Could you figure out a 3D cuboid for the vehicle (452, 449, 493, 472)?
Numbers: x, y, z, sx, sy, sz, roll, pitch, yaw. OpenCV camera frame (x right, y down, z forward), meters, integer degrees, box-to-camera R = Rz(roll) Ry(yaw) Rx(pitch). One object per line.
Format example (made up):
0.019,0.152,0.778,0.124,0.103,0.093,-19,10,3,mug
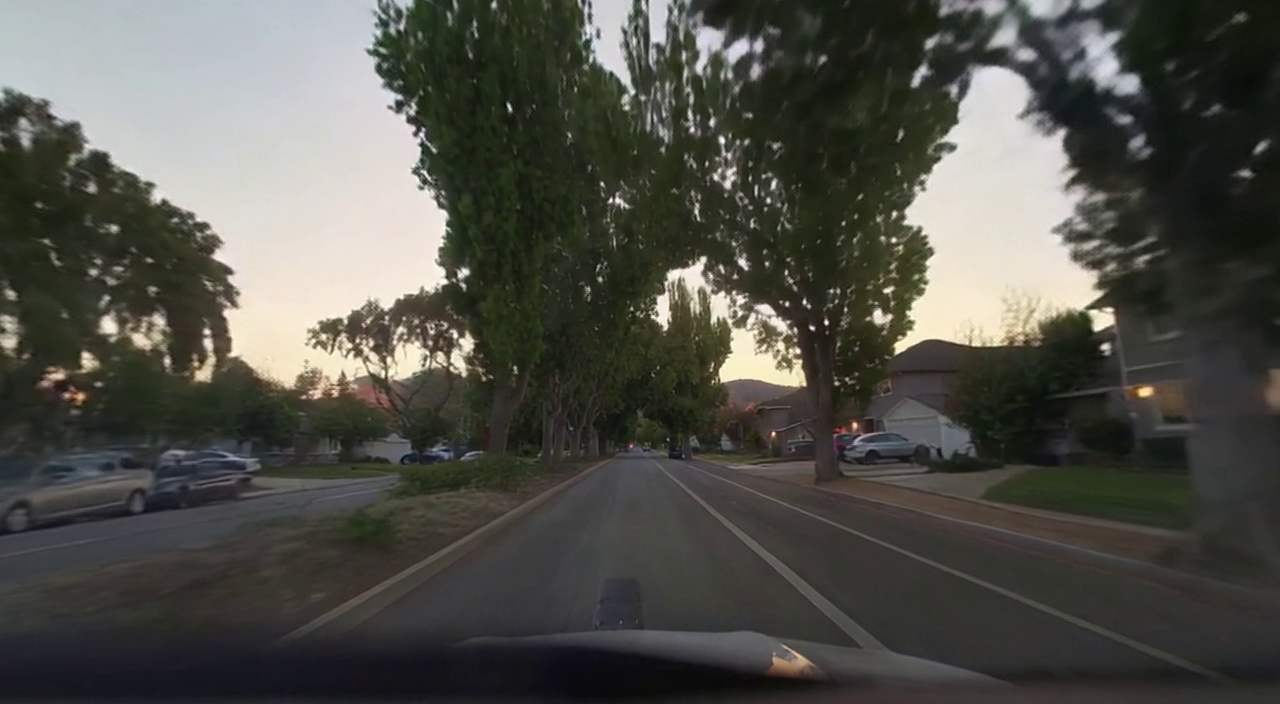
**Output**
-12.768,8.277,48.439,1.936,1.504,4.456,-2,-7,0,vehicle

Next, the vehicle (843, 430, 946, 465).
13.602,5.141,33.999,4.629,1.770,1.959,0,-8,0,vehicle

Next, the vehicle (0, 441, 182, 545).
-12.578,2.882,13.612,2.003,1.804,4.554,-1,-7,0,vehicle

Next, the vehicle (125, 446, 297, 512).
-12.639,3.718,19.081,2.110,1.709,4.426,0,-8,-1,vehicle
